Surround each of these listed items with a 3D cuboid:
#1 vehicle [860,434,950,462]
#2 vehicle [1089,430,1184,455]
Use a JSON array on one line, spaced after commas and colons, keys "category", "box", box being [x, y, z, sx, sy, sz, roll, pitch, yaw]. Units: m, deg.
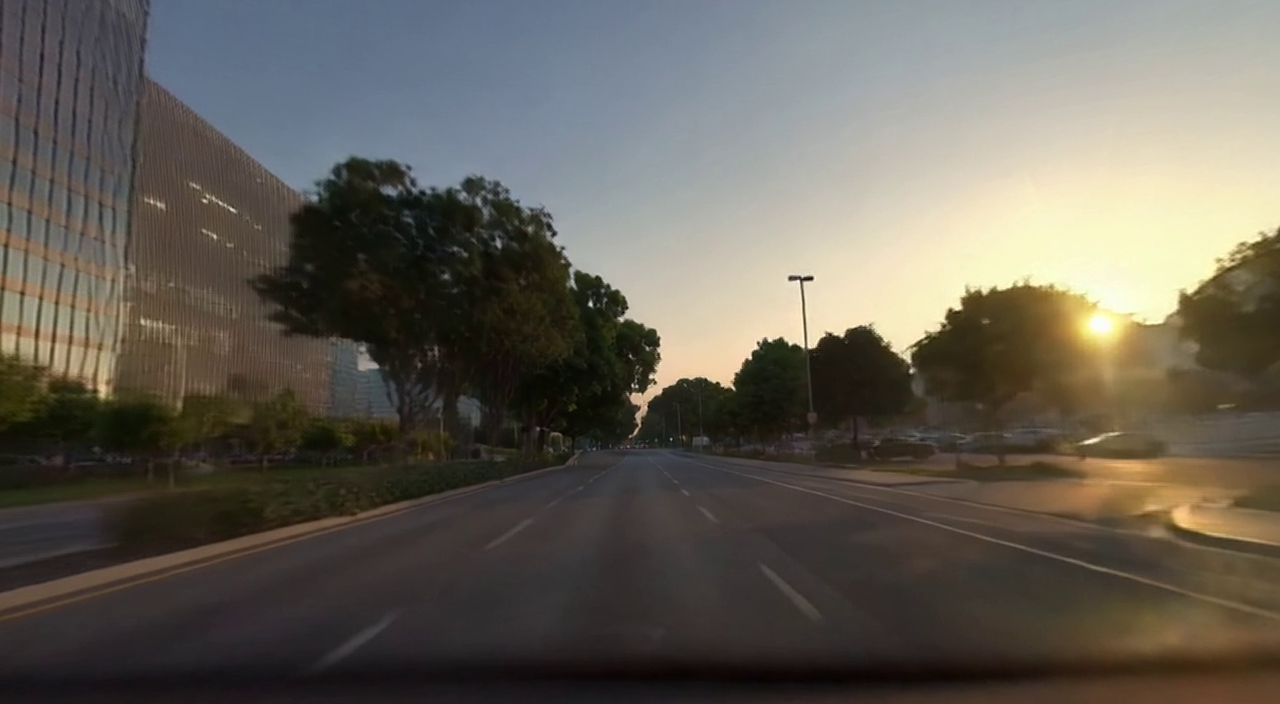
[{"category": "vehicle", "box": [17.291, 6.292, 41.356, 4.938, 1.729, 2.098, 1, -8, -4]}, {"category": "vehicle", "box": [30.213, 5.518, 38.508, 4.324, 1.472, 1.711, 0, -8, -1]}]
